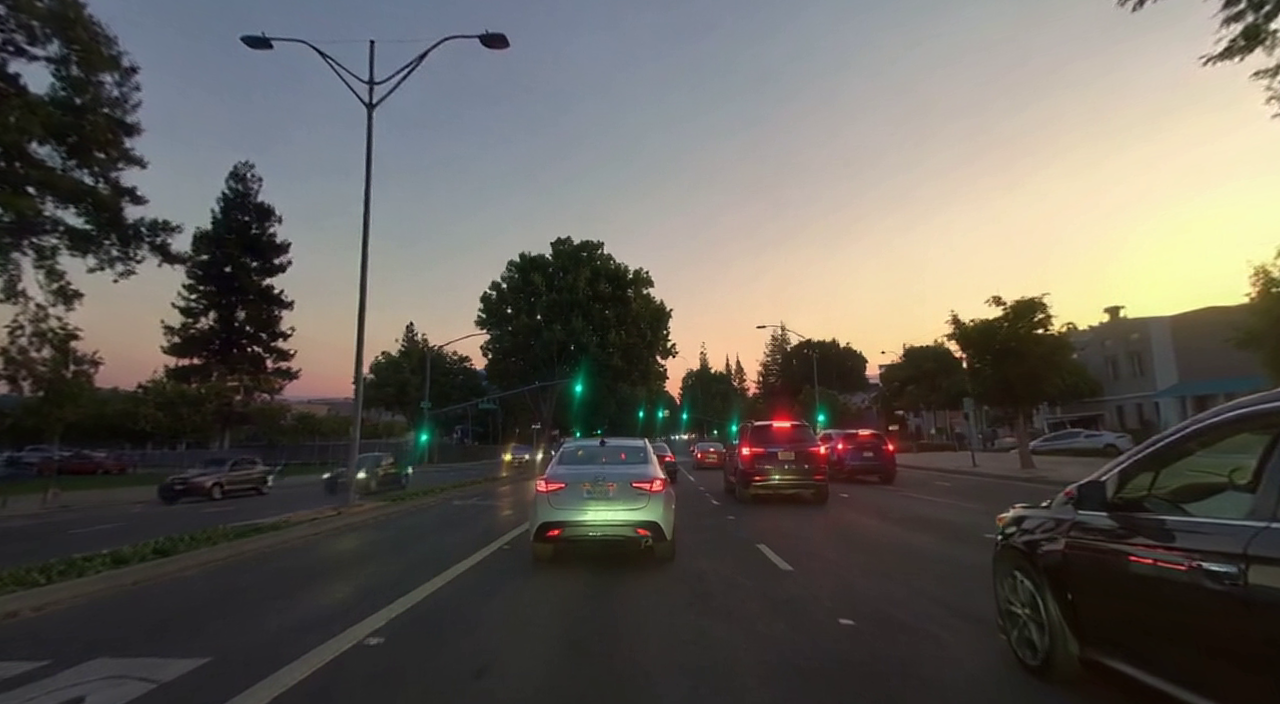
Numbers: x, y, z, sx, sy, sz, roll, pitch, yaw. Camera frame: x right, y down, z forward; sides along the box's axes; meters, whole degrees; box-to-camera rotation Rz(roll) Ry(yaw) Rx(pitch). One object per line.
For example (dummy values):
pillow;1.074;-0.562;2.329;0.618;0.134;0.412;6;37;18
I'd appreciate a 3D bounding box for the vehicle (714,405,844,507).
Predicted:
vehicle;3.753;2.976;18.357;2.516;2.481;5.766;0;-8;0

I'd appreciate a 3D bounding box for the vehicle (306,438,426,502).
vehicle;-9.281;4.001;21.800;1.979;1.987;4.542;0;-8;1

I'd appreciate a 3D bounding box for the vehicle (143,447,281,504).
vehicle;-16.305;4.673;24.309;2.010;1.964;4.541;0;-8;2

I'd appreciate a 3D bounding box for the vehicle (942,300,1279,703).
vehicle;3.236;0.841;2.401;1.982;1.960;4.427;0;-8;1

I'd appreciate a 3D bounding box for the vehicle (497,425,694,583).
vehicle;-0.451;1.934;8.824;2.111;1.676;4.018;0;-8;1

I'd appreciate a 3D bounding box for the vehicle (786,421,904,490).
vehicle;7.409;3.812;23.463;2.627;2.252;5.236;0;-8;0
